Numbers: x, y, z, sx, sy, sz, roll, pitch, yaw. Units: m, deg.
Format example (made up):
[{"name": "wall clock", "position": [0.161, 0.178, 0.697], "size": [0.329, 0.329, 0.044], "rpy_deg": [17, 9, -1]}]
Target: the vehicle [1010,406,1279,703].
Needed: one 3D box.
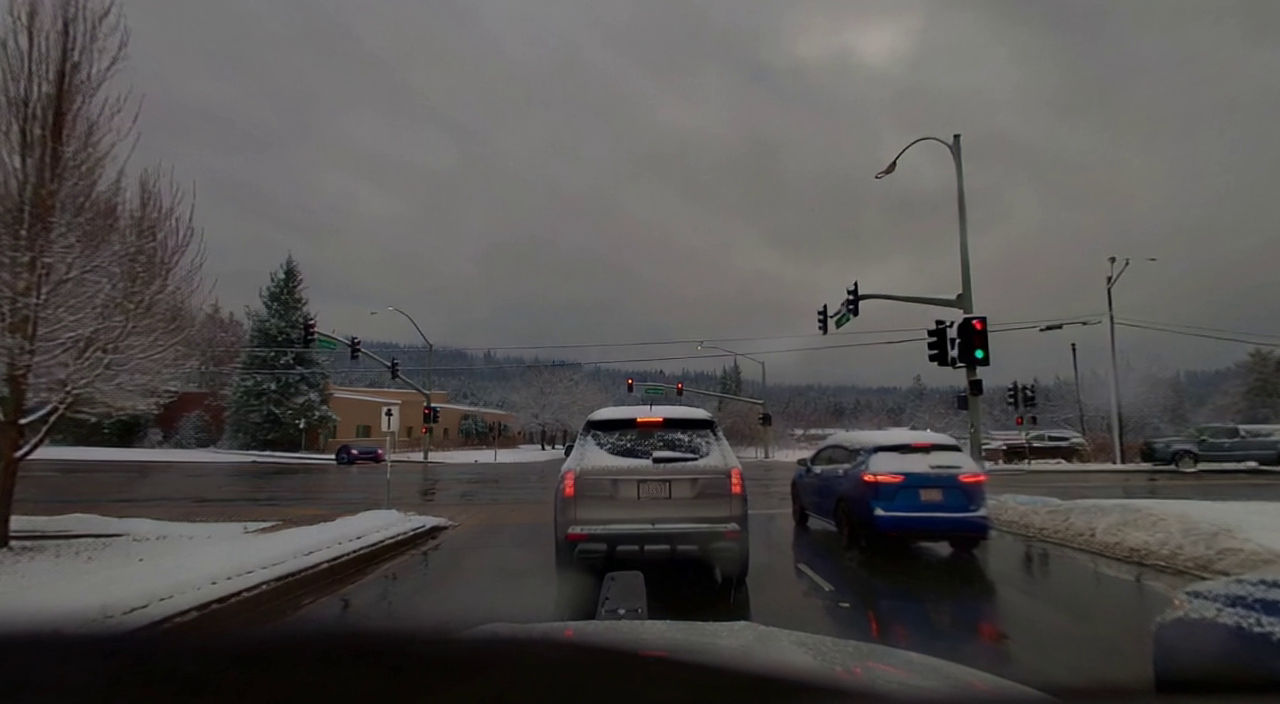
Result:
[{"name": "vehicle", "position": [3.152, 0.823, 1.470], "size": [1.924, 1.466, 4.461], "rpy_deg": [0, -8, 1]}]

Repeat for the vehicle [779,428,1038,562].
[{"name": "vehicle", "position": [3.514, 1.928, 9.318], "size": [1.861, 1.495, 4.215], "rpy_deg": [0, -8, -2]}]

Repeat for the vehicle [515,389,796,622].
[{"name": "vehicle", "position": [0.116, 1.520, 7.209], "size": [2.170, 1.793, 4.468], "rpy_deg": [0, -8, 0]}]
